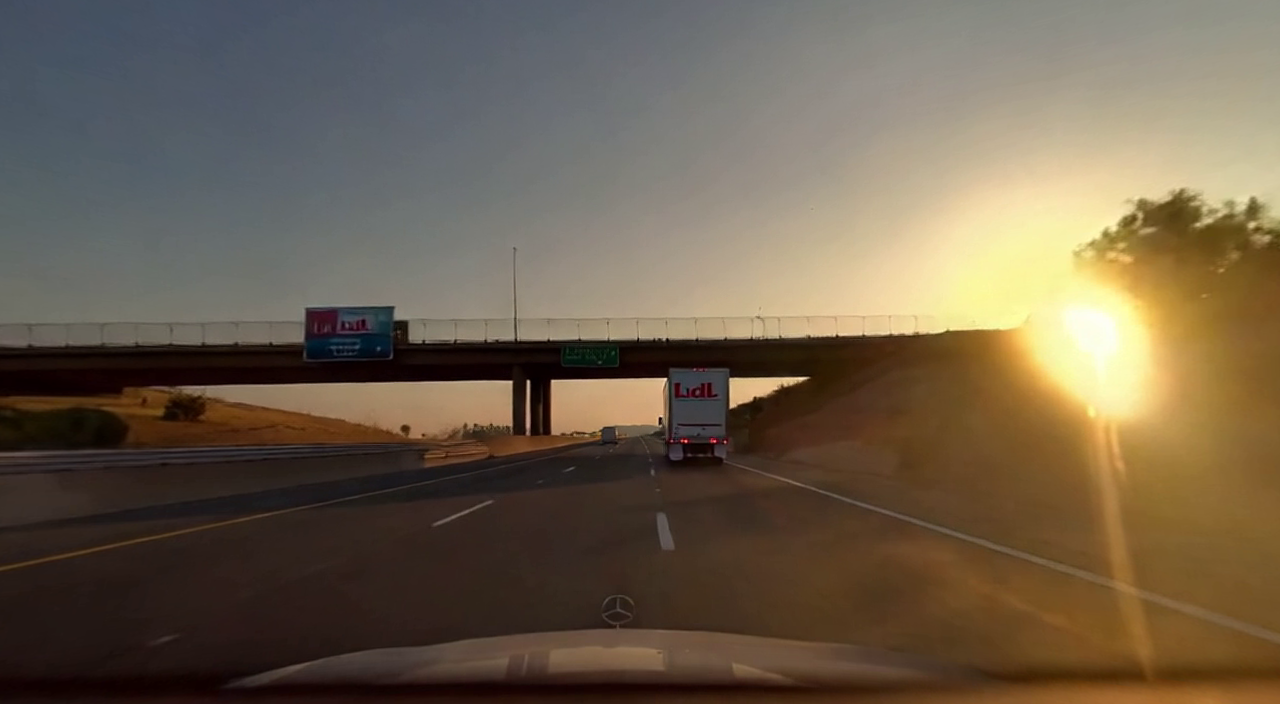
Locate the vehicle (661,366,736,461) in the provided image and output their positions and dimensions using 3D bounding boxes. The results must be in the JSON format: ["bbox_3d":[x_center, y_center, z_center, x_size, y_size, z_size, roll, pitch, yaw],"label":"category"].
[{"bbox_3d":[2.842,3.714,35.268,3.034,4.194,14.704,0,-8,1],"label":"vehicle"}]
